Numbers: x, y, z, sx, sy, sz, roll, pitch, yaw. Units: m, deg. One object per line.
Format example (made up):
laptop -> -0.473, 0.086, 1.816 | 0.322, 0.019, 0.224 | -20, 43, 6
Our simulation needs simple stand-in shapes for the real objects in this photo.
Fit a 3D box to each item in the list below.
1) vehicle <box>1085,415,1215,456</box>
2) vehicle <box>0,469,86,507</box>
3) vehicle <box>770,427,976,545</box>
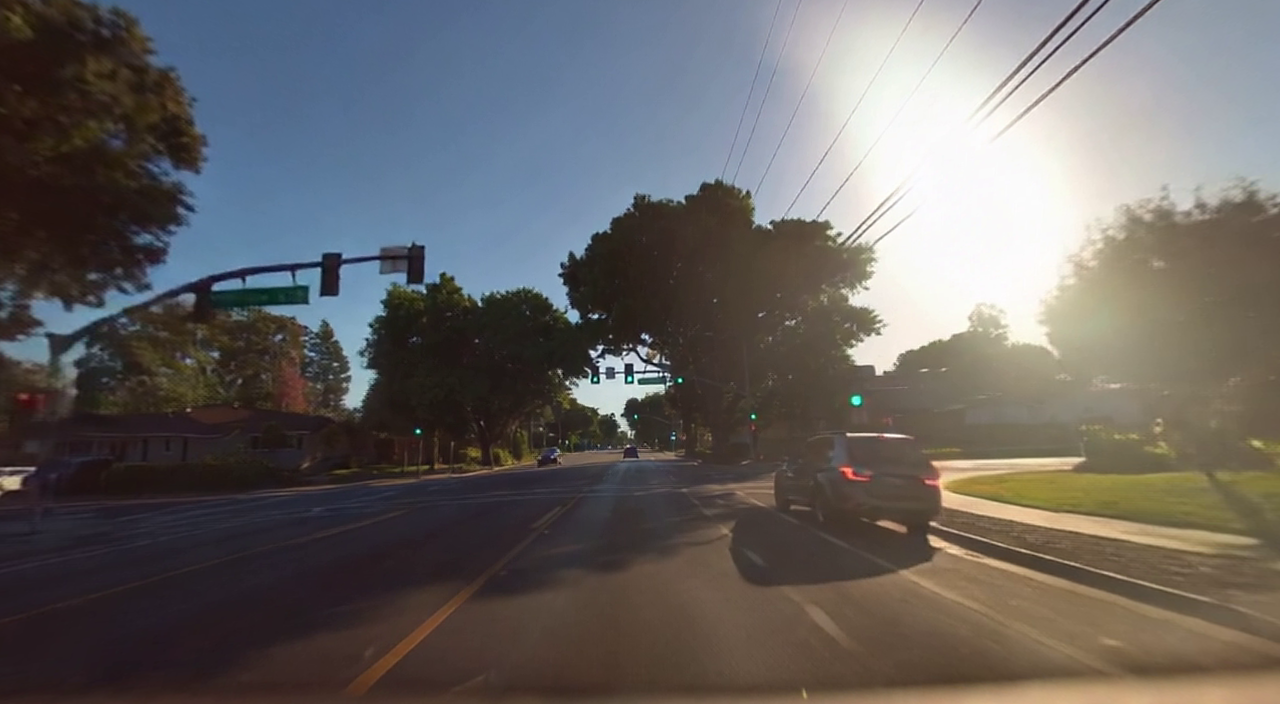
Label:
vehicle -> 25.753, 4.207, 31.984 | 5.153, 1.957, 2.033 | 1, -8, -9
vehicle -> -29.789, 6.552, 30.157 | 4.830, 1.521, 1.948 | -4, -10, -2
vehicle -> 3.781, 2.238, 11.252 | 1.900, 1.661, 4.346 | 1, -8, -1
